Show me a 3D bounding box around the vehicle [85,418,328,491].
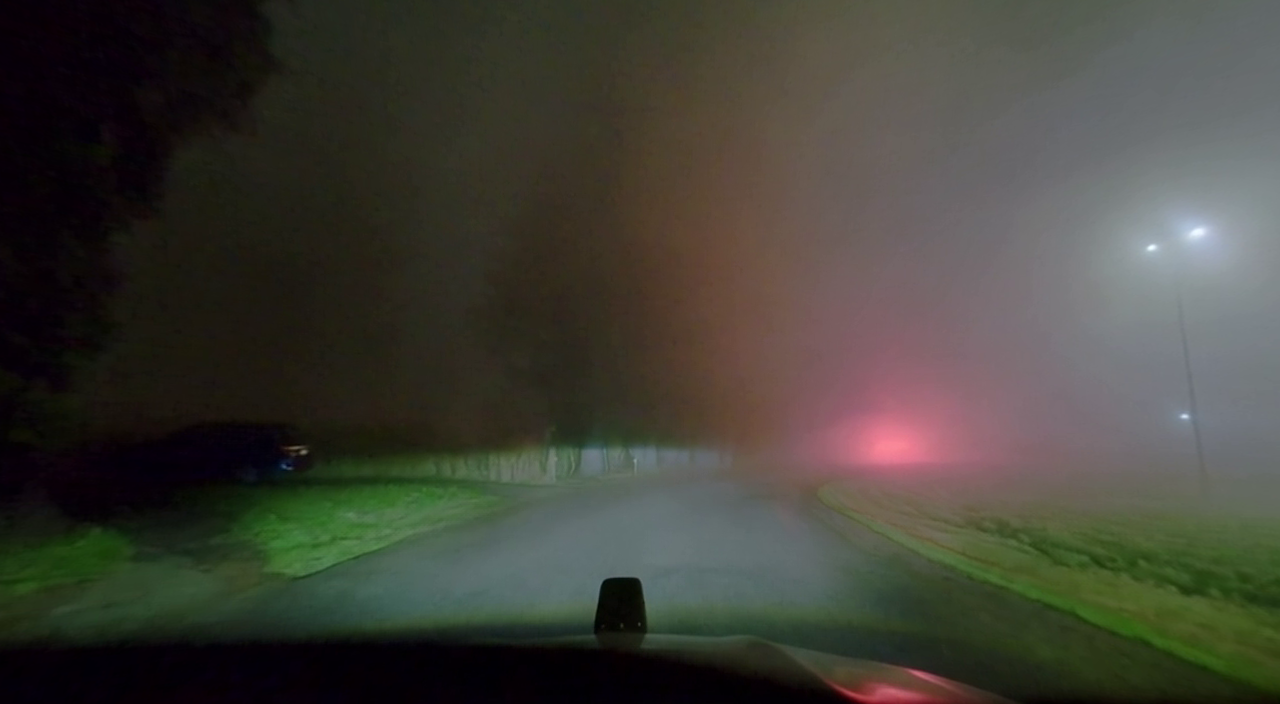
[{"bbox_3d":[-10.295,2.452,15.122,4.594,1.607,1.873,-1,-9,6],"label":"vehicle"}]
